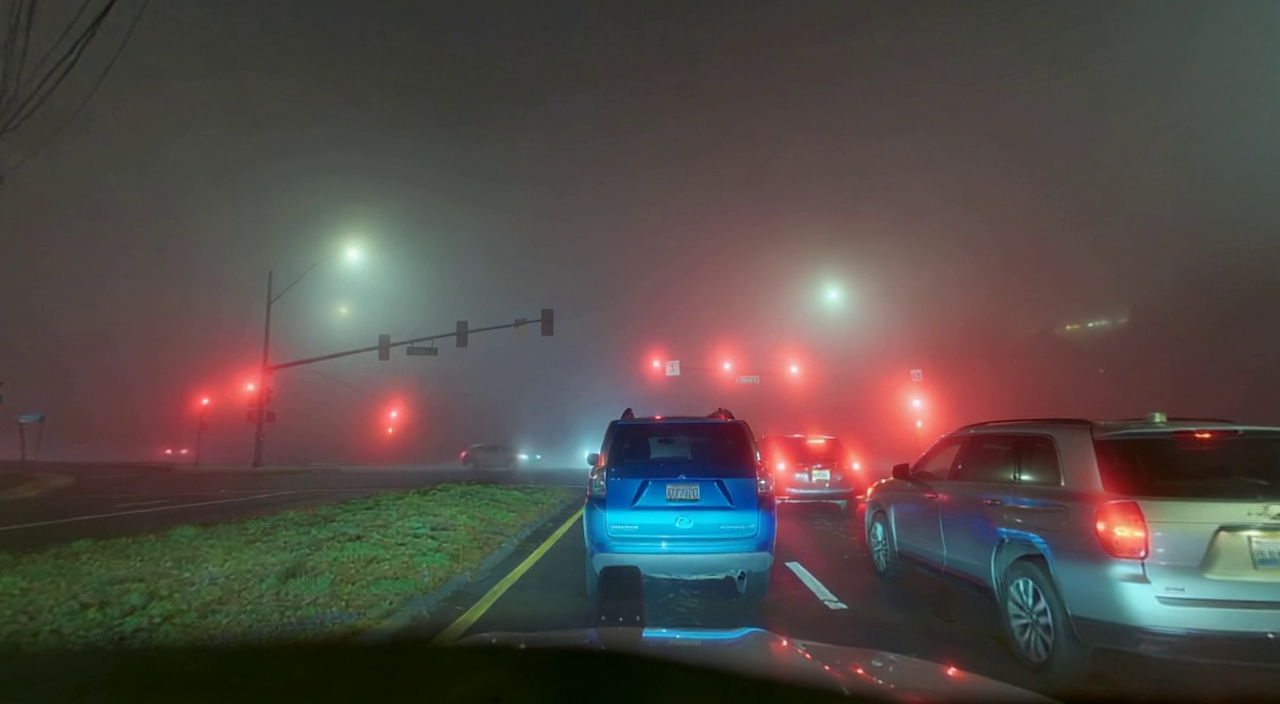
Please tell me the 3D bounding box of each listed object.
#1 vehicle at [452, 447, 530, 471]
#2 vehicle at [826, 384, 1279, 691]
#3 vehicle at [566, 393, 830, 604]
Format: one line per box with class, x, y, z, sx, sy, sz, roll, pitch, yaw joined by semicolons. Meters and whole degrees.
vehicle;-9.287;6.691;39.659;4.411;1.466;1.998;0;-8;-2
vehicle;3.401;1.338;5.786;1.990;1.649;4.625;0;-8;0
vehicle;0.440;1.562;7.618;2.240;1.778;4.335;0;-8;-2
